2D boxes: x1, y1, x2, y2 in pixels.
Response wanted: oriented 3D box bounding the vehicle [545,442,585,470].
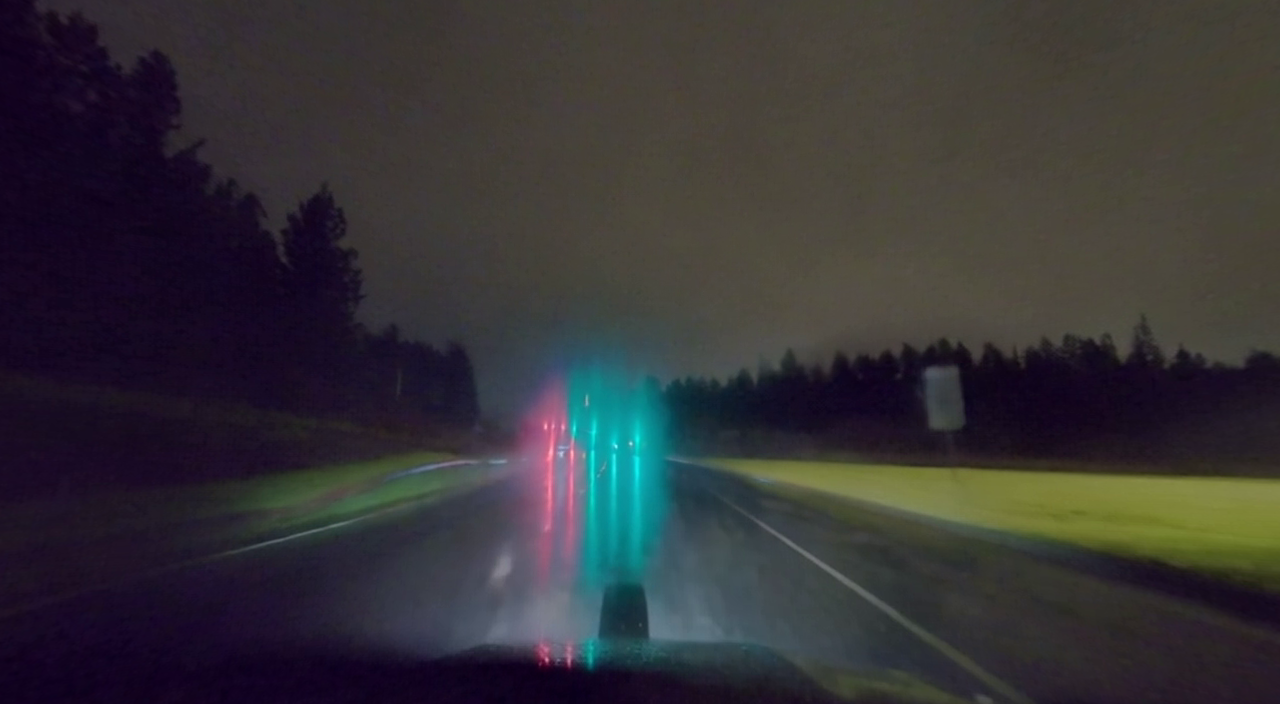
[{"bbox_3d":[-4.261,5.953,36.274,1.968,1.503,4.443,0,-8,-3],"label":"vehicle"}]
